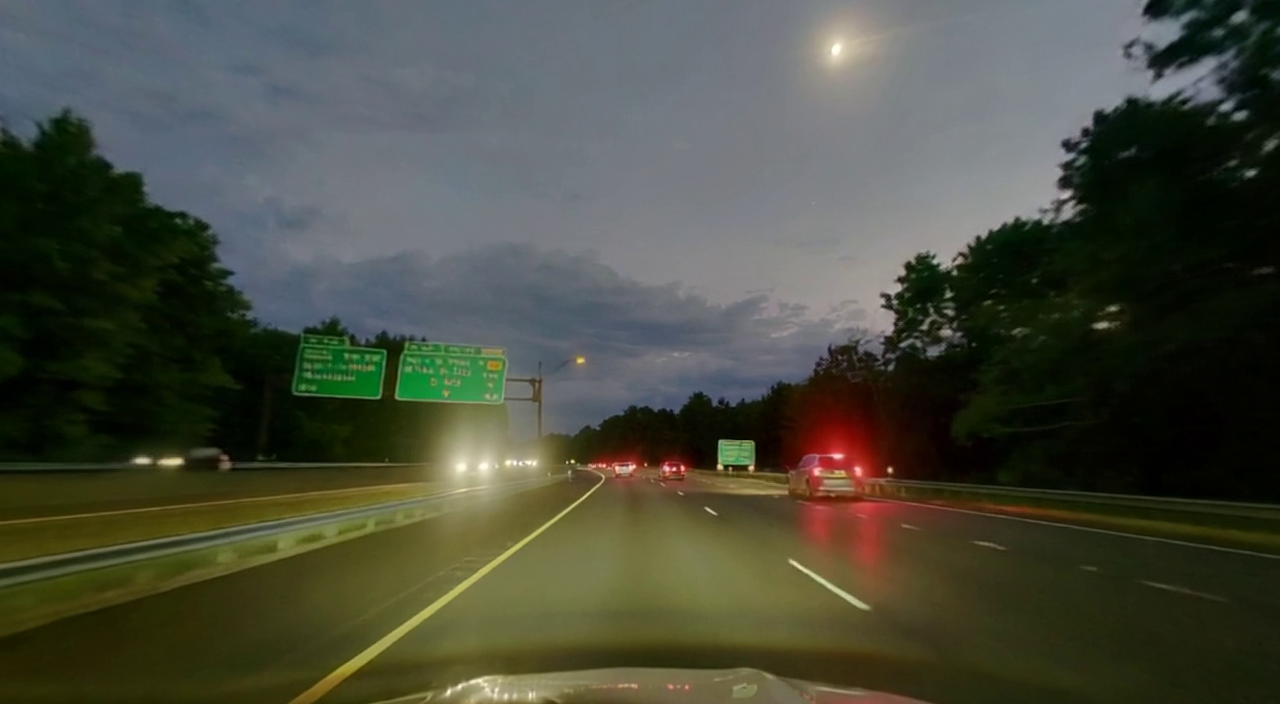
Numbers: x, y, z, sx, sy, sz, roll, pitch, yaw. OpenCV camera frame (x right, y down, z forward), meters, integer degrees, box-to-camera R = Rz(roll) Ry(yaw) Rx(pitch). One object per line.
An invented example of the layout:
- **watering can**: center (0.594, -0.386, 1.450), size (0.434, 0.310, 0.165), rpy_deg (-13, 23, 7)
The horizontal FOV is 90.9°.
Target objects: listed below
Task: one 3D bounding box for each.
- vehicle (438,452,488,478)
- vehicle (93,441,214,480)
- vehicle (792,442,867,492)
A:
- **vehicle**: center (-11.275, 7.281, 40.509), size (1.965, 1.501, 4.441), rpy_deg (1, -10, -1)
- **vehicle**: center (-21.325, 4.829, 27.864), size (1.868, 1.546, 4.332), rpy_deg (1, -10, -1)
- **vehicle**: center (11.210, 6.930, 37.953), size (2.398, 2.721, 6.295), rpy_deg (1, -11, -2)
